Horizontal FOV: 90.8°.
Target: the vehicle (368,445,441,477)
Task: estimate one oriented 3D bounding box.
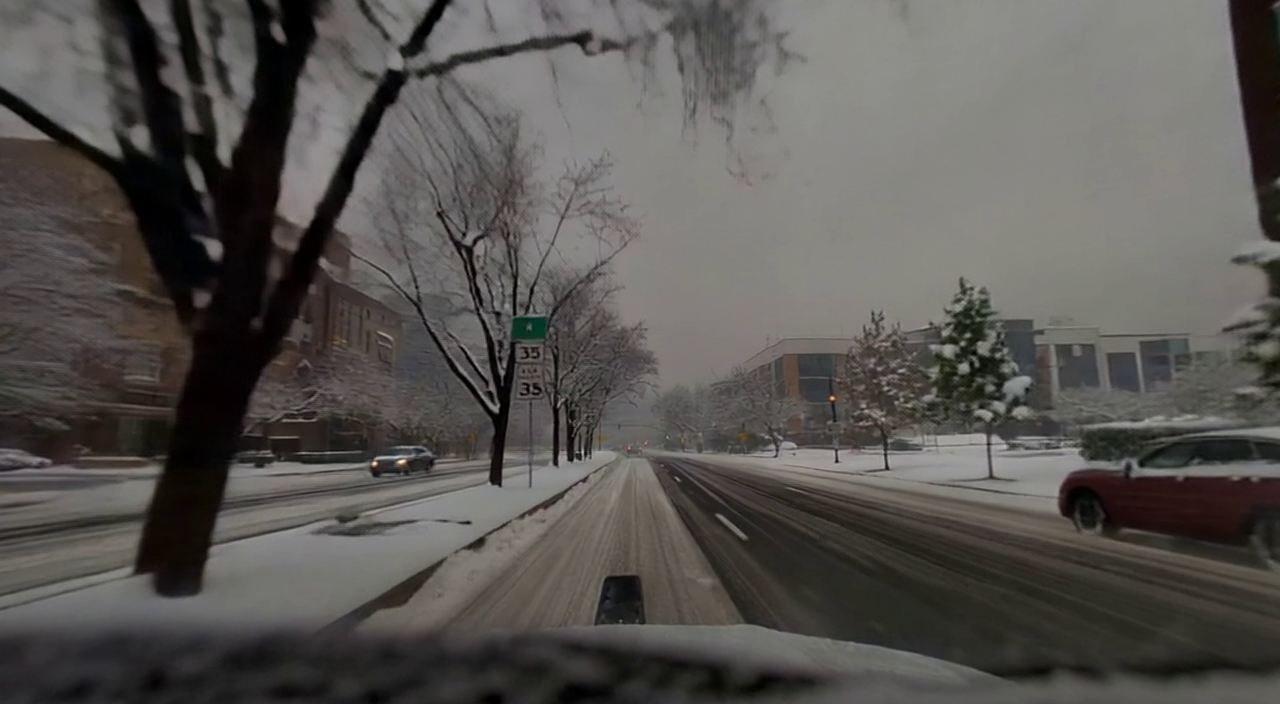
[{"bbox_3d":[-12.689,5.882,34.406,2.163,1.576,4.704,0,-9,1],"label":"vehicle"}]

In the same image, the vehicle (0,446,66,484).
[{"bbox_3d":[-35.726,6.307,35.554,2.083,2.034,5.018,0,-9,-2],"label":"vehicle"}]

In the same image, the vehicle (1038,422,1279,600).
[{"bbox_3d":[6.566,1.472,6.116,2.088,1.524,5.085,0,-9,0],"label":"vehicle"}]
